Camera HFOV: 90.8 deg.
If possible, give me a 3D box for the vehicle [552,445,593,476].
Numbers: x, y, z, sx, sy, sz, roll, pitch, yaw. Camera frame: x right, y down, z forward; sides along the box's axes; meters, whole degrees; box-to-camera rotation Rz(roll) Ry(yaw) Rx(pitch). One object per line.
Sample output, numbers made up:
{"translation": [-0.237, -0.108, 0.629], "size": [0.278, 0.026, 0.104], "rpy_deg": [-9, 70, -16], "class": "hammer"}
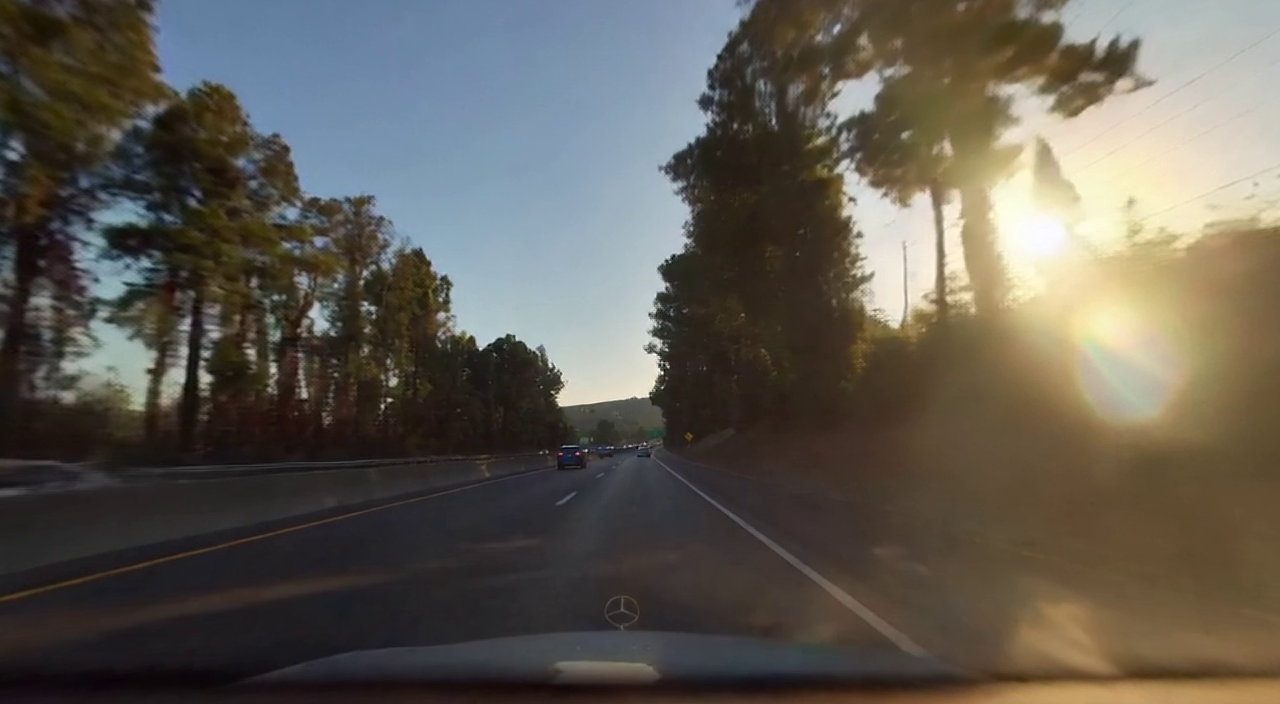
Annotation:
{"translation": [-3.743, 6.128, 35.826], "size": [1.846, 1.600, 4.108], "rpy_deg": [0, -9, 1], "class": "vehicle"}
